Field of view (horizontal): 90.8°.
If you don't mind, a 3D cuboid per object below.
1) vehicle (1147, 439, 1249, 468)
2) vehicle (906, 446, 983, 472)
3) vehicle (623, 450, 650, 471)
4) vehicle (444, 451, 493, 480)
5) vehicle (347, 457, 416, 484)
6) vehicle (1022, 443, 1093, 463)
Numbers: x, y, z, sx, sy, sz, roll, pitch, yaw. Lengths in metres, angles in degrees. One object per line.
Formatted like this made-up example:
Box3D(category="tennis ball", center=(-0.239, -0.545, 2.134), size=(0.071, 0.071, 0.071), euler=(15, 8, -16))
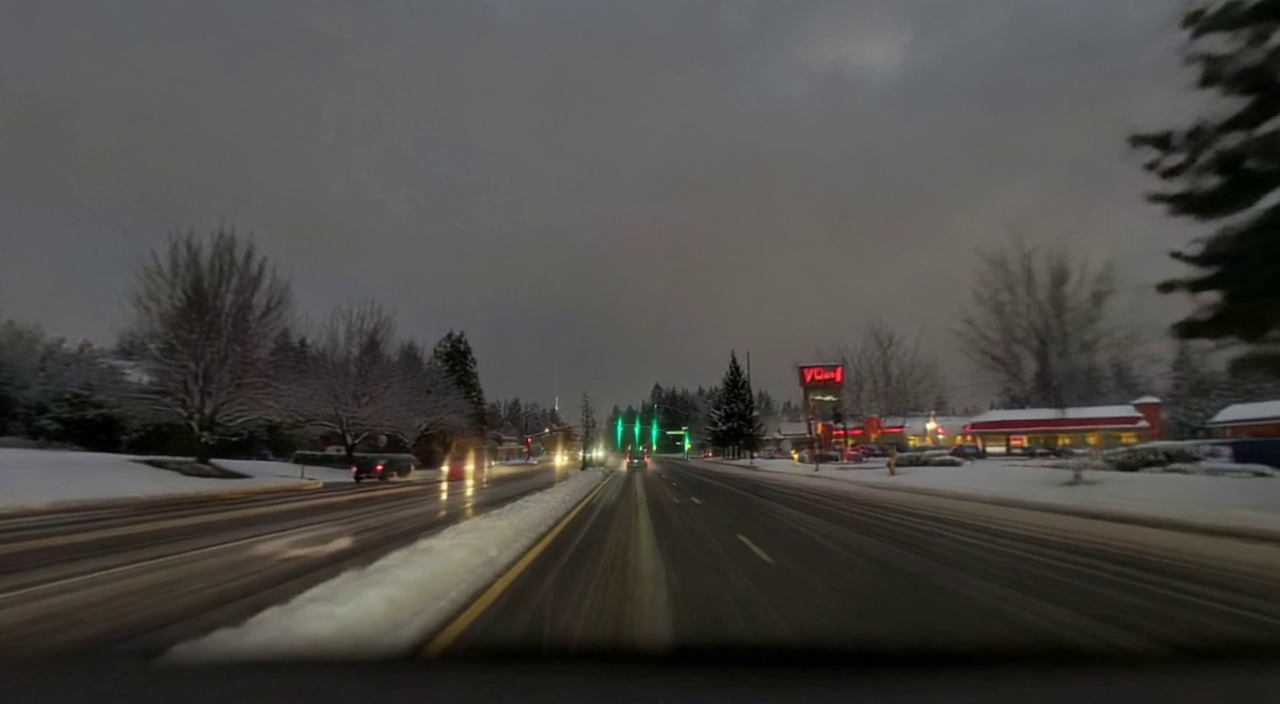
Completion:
Box3D(category="vehicle", center=(32.383, 5.901, 36.773), size=(3.999, 1.581, 1.975), euler=(0, -9, 1))
Box3D(category="vehicle", center=(19.577, 6.850, 40.585), size=(4.333, 1.532, 2.037), euler=(4, -10, -25))
Box3D(category="vehicle", center=(-0.310, 8.569, 49.984), size=(2.065, 1.521, 4.306), euler=(0, -9, -1))
Box3D(category="vehicle", center=(-11.420, 7.574, 42.397), size=(2.004, 1.787, 4.384), euler=(0, -9, 1))
Box3D(category="vehicle", center=(-18.880, 8.662, 46.321), size=(1.874, 1.755, 4.346), euler=(-6, -10, 33))
Box3D(category="vehicle", center=(32.106, 7.783, 48.656), size=(4.036, 1.512, 1.856), euler=(0, -9, 2))
